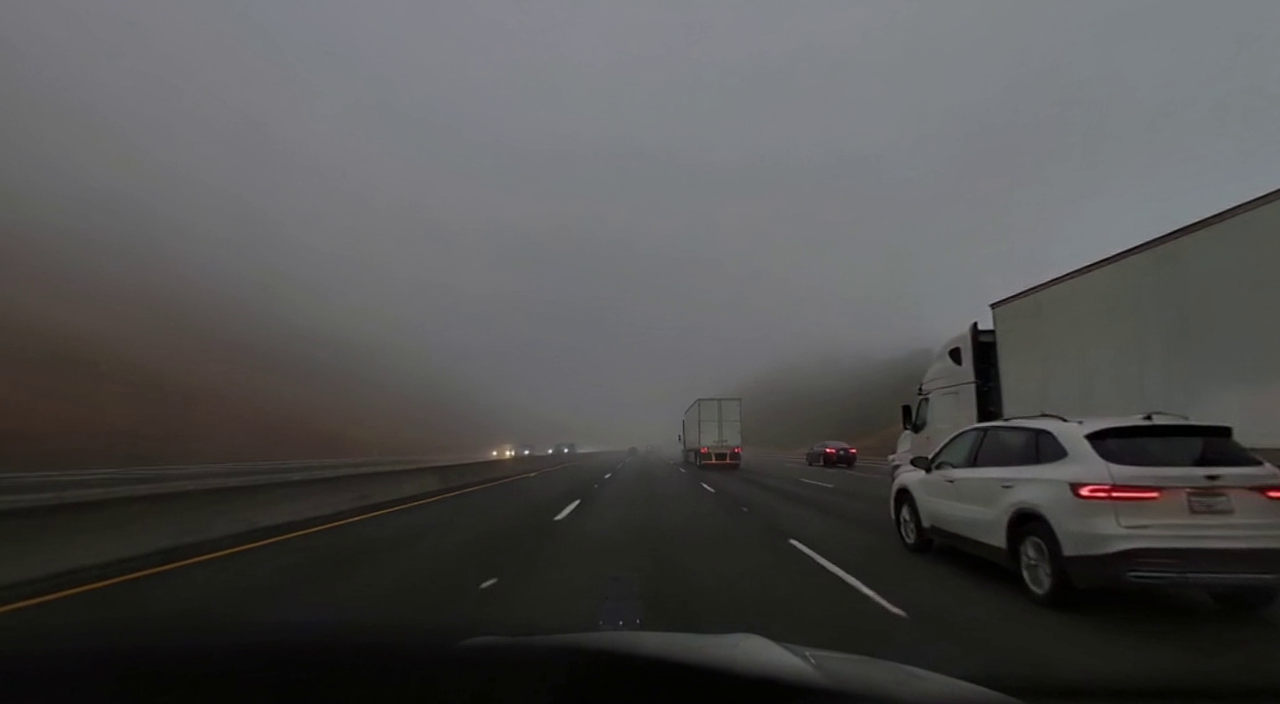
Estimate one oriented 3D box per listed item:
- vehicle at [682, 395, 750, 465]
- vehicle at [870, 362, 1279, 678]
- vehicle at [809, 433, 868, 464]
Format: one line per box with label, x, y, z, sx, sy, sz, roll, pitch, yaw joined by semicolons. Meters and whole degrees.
vehicle;4.622;5.196;40.882;3.049;3.968;10.706;0;-9;0
vehicle;3.908;1.237;5.656;2.055;1.737;4.224;0;-9;0
vehicle;11.978;5.866;38.410;2.046;1.741;4.769;0;-9;0
